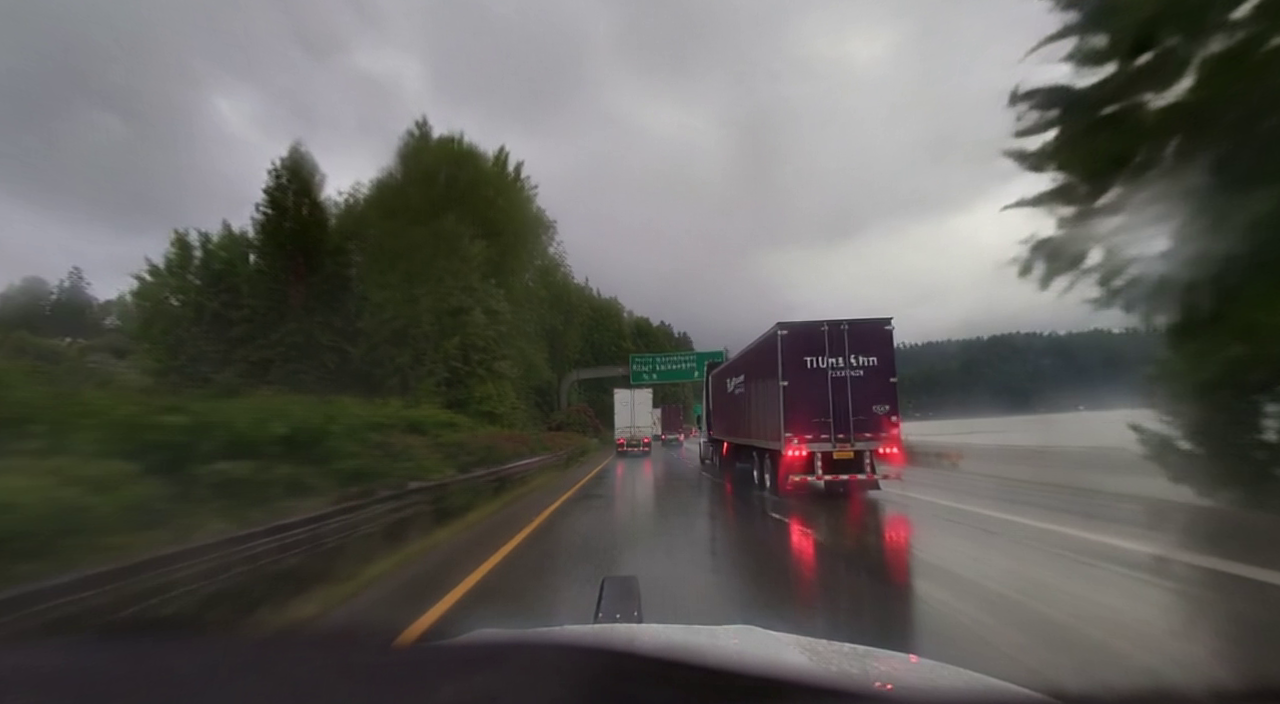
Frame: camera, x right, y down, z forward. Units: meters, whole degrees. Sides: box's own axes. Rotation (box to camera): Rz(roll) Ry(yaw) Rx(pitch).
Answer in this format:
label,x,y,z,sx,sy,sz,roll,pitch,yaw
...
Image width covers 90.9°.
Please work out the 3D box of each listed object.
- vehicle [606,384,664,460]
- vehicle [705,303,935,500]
label,x,y,z,sx,sy,sz,roll,pitch,yaw
vehicle,-0.368,4.326,37.745,2.958,3.917,10.196,0,-8,-1
vehicle,4.519,1.984,20.538,2.856,4.145,14.500,0,-8,-1
